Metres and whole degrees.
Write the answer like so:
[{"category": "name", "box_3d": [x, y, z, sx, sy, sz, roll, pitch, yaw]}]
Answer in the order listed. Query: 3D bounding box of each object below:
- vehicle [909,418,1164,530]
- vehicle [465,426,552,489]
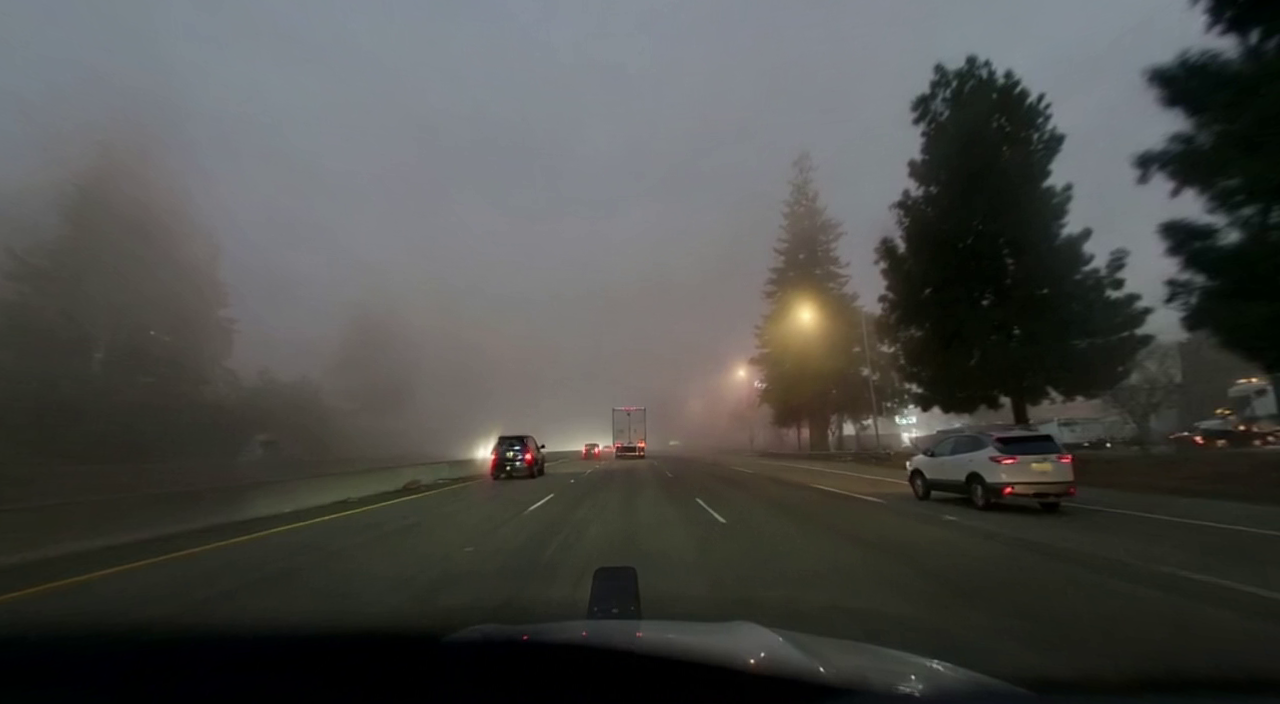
[{"category": "vehicle", "box_3d": [6.949, 2.175, 11.768, 1.928, 1.686, 4.182, 0, -8, -1]}, {"category": "vehicle", "box_3d": [-4.415, 3.622, 22.042, 2.095, 1.930, 4.680, 0, -8, -1]}]
